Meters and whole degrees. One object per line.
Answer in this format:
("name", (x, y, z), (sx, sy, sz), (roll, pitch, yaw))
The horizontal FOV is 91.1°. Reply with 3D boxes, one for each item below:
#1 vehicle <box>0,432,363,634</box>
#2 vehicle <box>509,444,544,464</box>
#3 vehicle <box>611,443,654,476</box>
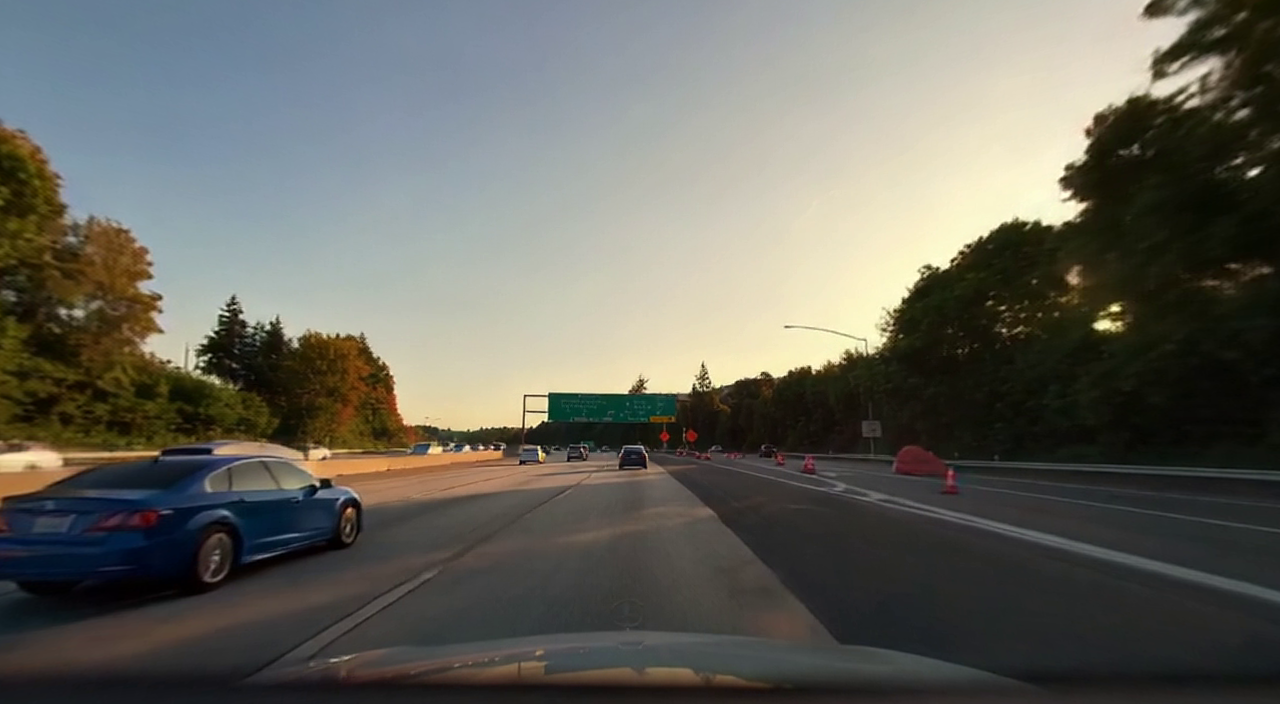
("vehicle", (-4.997, 1.612, 6.715), (2.001, 1.415, 4.360), (0, -8, 1))
("vehicle", (-8.776, 7.934, 49.040), (1.946, 1.472, 4.472), (0, -8, -1))
("vehicle", (-0.372, 5.172, 30.630), (1.963, 1.462, 4.681), (0, -8, -1))
